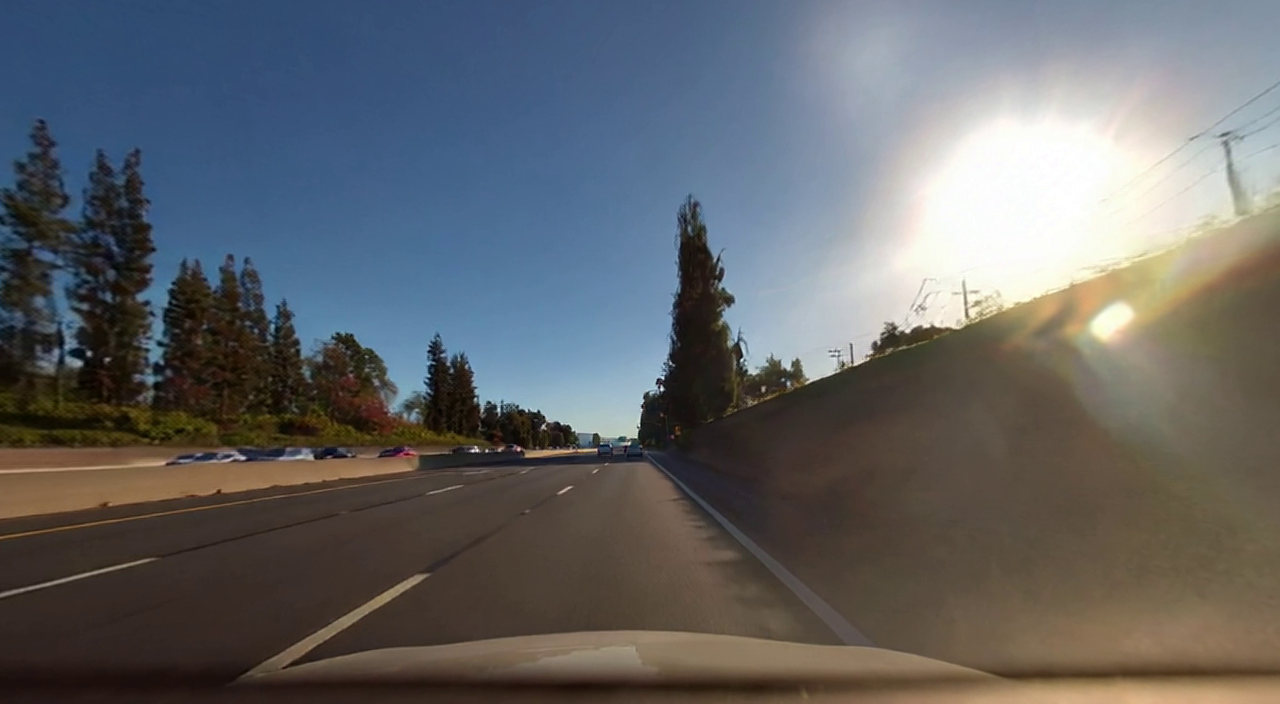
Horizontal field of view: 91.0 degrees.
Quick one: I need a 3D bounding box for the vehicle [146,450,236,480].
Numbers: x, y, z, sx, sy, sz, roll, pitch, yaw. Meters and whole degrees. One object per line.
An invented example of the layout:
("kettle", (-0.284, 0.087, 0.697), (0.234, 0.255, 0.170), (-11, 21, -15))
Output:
("vehicle", (-26.405, 6.634, 37.266), (1.878, 1.595, 4.589), (0, -9, 0))
